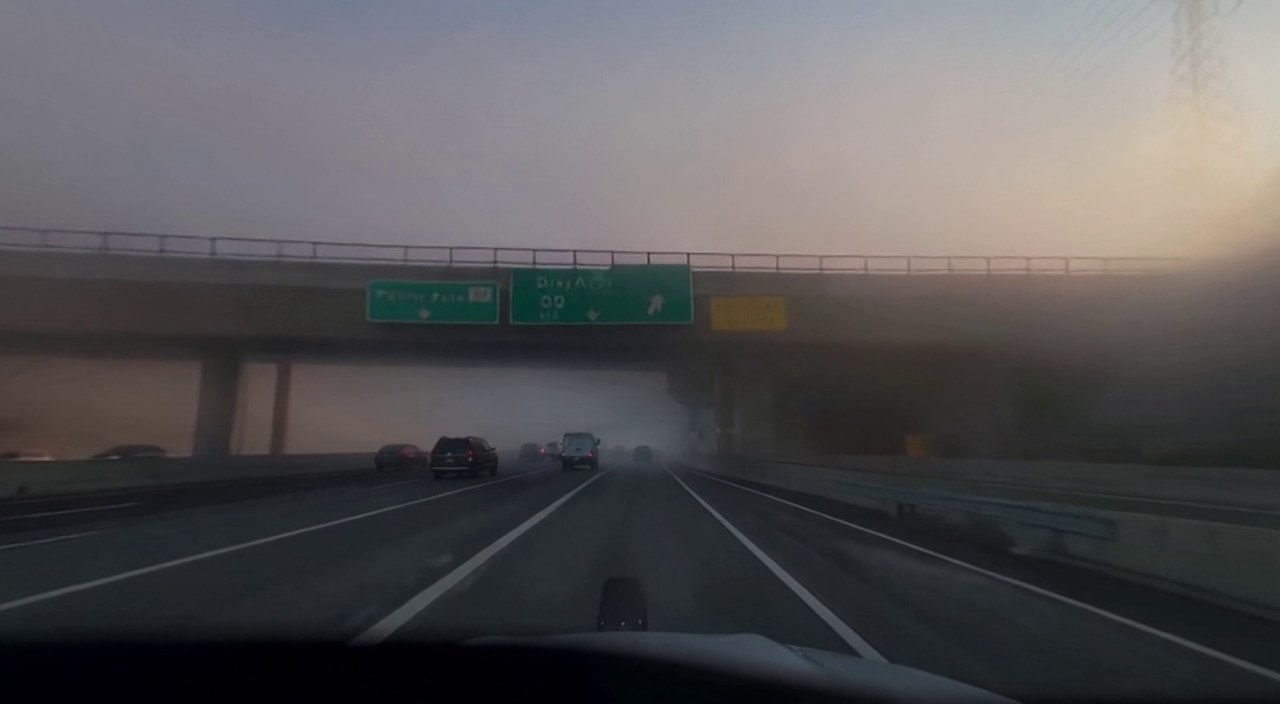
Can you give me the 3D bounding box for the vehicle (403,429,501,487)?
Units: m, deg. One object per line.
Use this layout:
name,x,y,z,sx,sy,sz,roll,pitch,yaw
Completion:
vehicle,-6.964,3.993,23.858,2.179,1.948,4.618,0,-9,1

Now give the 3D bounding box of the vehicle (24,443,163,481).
vehicle,-29.392,5.921,34.146,2.298,1.855,5.828,0,-9,1

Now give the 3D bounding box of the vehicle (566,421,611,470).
vehicle,-3.183,6.015,40.207,2.301,2.843,6.458,0,-9,0

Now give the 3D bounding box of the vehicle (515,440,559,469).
vehicle,-6.822,6.874,42.120,2.109,1.784,4.709,0,-9,1
